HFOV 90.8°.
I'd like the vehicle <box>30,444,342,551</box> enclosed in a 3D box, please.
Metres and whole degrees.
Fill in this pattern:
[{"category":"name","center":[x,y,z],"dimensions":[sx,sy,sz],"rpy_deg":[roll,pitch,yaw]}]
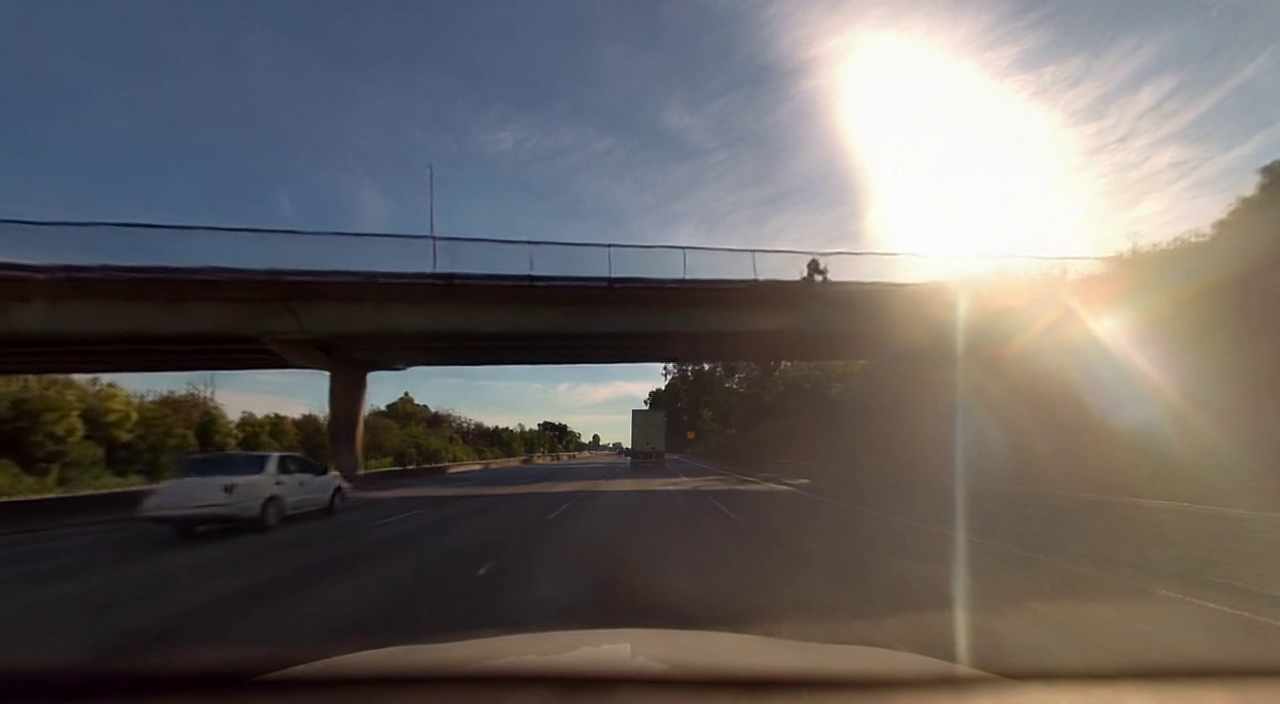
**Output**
[{"category":"vehicle","center":[-7.447,2.389,11.176],"dimensions":[1.953,1.452,4.711],"rpy_deg":[0,-9,1]}]
